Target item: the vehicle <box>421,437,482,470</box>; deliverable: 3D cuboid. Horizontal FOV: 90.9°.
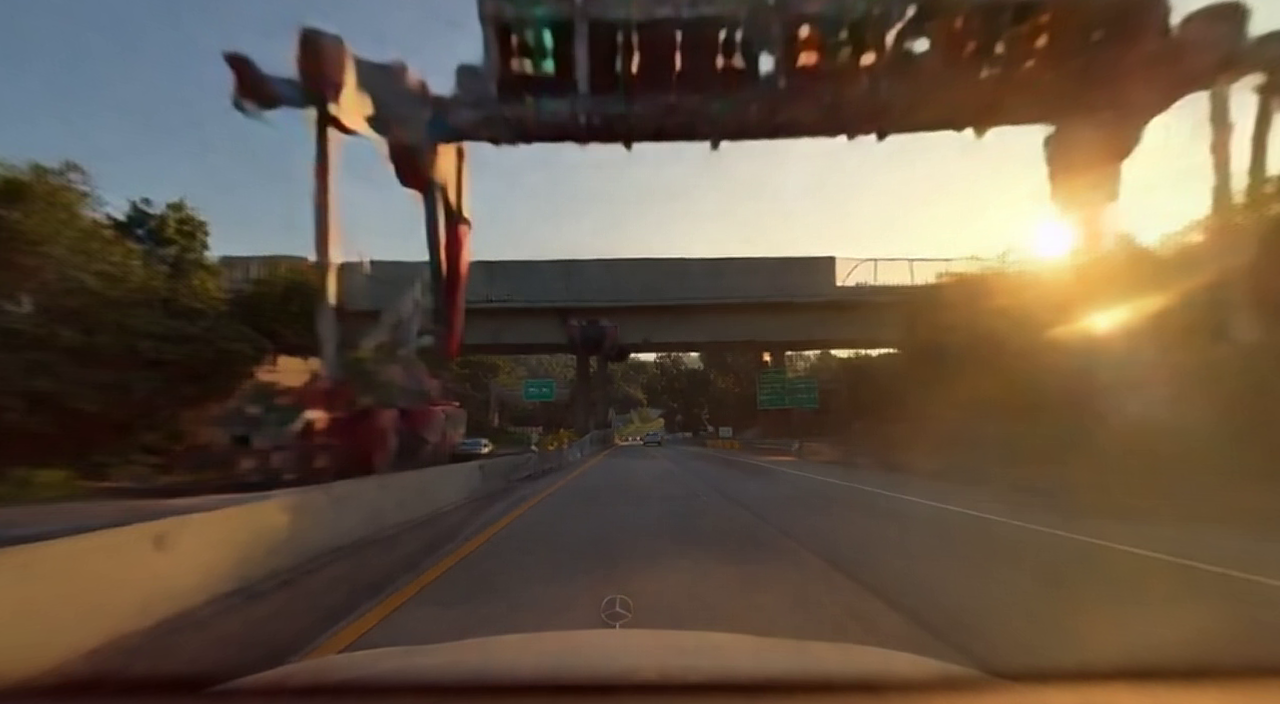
[{"bbox_3d":[-9.321,5.008,31.423,1.866,1.485,3.928,0,-8,-1],"label":"vehicle"}]
